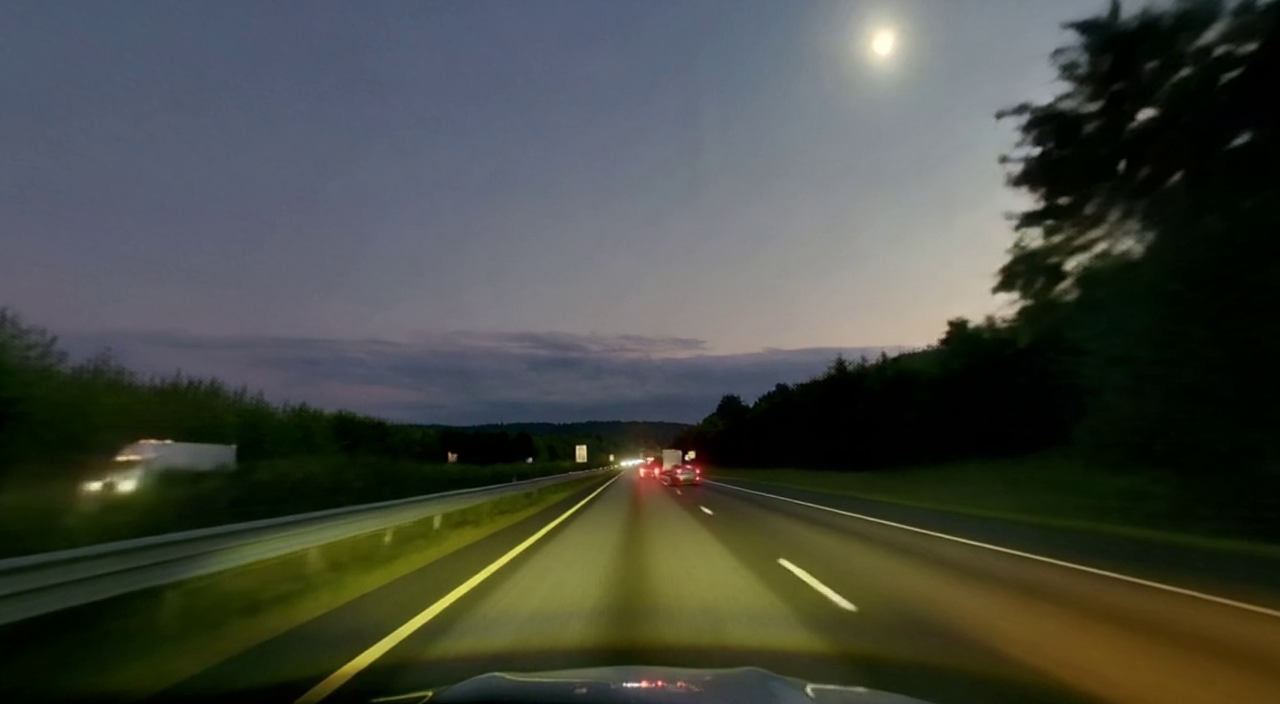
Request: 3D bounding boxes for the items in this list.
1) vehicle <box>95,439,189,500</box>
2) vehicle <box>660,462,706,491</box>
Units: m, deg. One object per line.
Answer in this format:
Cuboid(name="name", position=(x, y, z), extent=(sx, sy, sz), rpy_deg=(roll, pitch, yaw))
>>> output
Cuboid(name="vehicle", position=(-35.781, 8.497, 45.589), extent=(2.981, 4.038, 5.981), rpy_deg=(4, -11, -17))
Cuboid(name="vehicle", position=(2.272, 6.702, 34.064), extent=(1.976, 1.467, 3.783), rpy_deg=(1, -10, -3))
